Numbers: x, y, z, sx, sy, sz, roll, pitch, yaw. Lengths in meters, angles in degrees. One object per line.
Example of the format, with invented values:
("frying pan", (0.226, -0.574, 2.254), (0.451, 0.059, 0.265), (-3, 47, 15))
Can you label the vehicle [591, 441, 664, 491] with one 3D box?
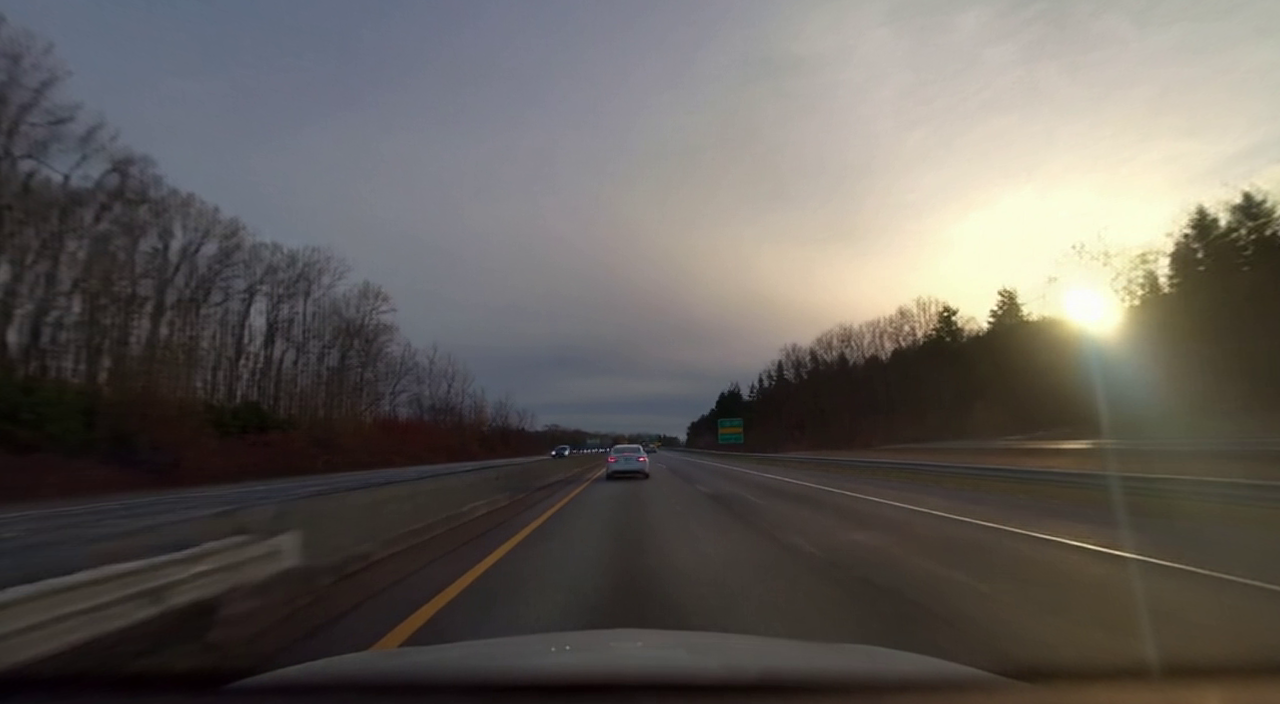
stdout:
("vehicle", (-0.436, 3.811, 21.263), (2.244, 1.506, 4.097), (0, -9, -1))
